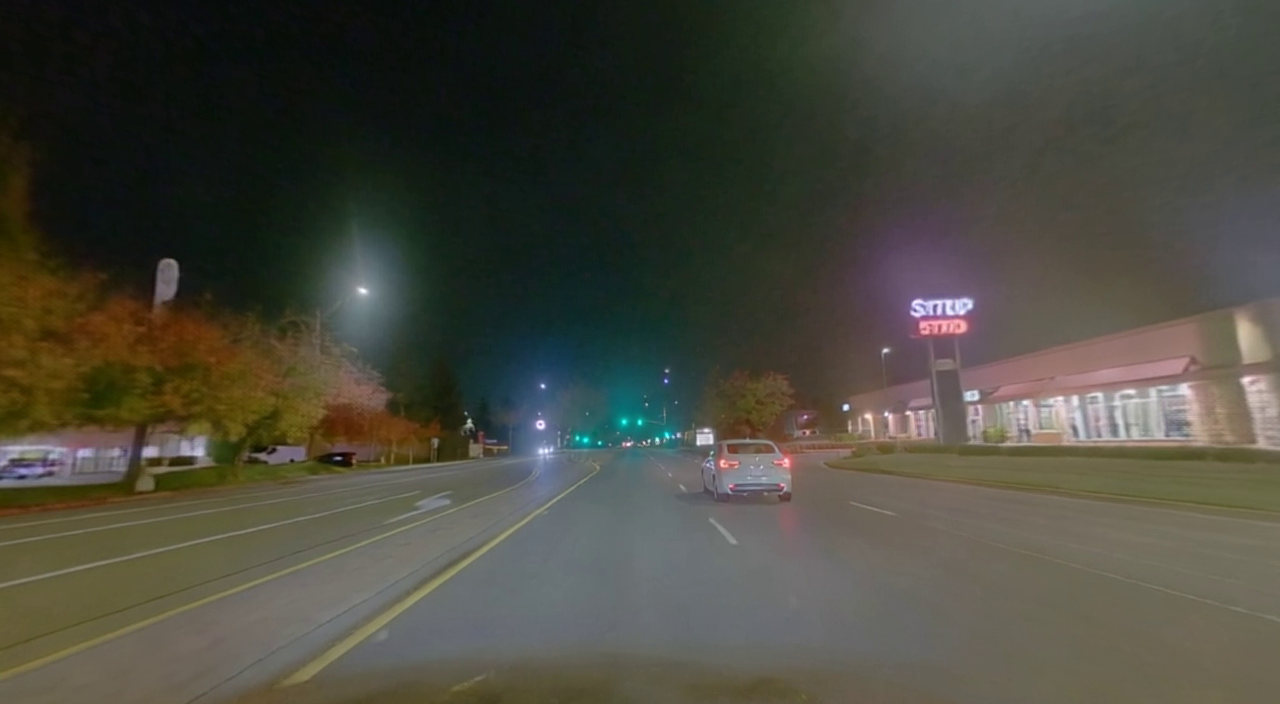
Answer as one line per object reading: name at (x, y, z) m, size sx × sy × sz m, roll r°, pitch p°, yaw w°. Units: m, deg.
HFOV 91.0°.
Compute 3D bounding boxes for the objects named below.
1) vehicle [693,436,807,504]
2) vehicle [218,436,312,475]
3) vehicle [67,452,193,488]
vehicle at (2.601, 2.912, 16.036) m, size 2.015 × 1.479 × 4.444 m, roll 0°, pitch -9°, yaw -1°
vehicle at (-28.309, 7.808, 47.632) m, size 5.802 × 2.743 × 2.245 m, roll 5°, pitch -10°, yaw -32°
vehicle at (-28.069, 6.479, 34.890) m, size 5.029 × 1.760 × 2.153 m, roll 5°, pitch -10°, yaw -30°
